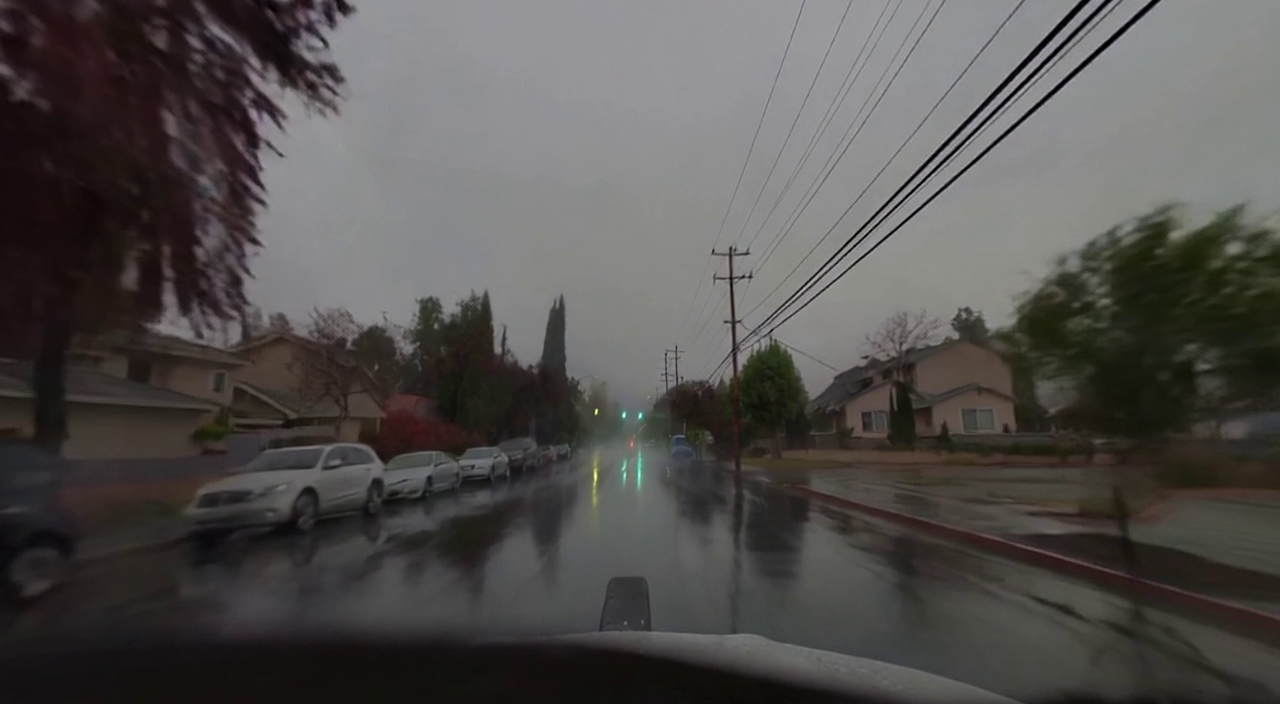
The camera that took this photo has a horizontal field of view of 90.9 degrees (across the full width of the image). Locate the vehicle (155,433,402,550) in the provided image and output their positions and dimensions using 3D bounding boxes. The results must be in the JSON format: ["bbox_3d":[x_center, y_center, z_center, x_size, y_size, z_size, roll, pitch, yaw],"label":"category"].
[{"bbox_3d":[-6.192,2.362,11.599,1.848,1.698,4.482,0,-8,0],"label":"vehicle"}]

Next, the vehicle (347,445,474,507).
[{"bbox_3d":[-6.167,3.353,17.602,1.816,1.460,4.542,0,-8,0],"label":"vehicle"}]

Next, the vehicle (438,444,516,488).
[{"bbox_3d":[-6.044,4.264,23.946,1.890,1.453,4.430,0,-8,-2],"label":"vehicle"}]

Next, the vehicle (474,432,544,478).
[{"bbox_3d":[-6.165,4.922,30.415,2.222,2.022,5.547,0,-8,0],"label":"vehicle"}]

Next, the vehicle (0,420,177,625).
[{"bbox_3d":[-6.239,1.358,4.847,1.932,1.673,4.457,0,-8,0],"label":"vehicle"}]
